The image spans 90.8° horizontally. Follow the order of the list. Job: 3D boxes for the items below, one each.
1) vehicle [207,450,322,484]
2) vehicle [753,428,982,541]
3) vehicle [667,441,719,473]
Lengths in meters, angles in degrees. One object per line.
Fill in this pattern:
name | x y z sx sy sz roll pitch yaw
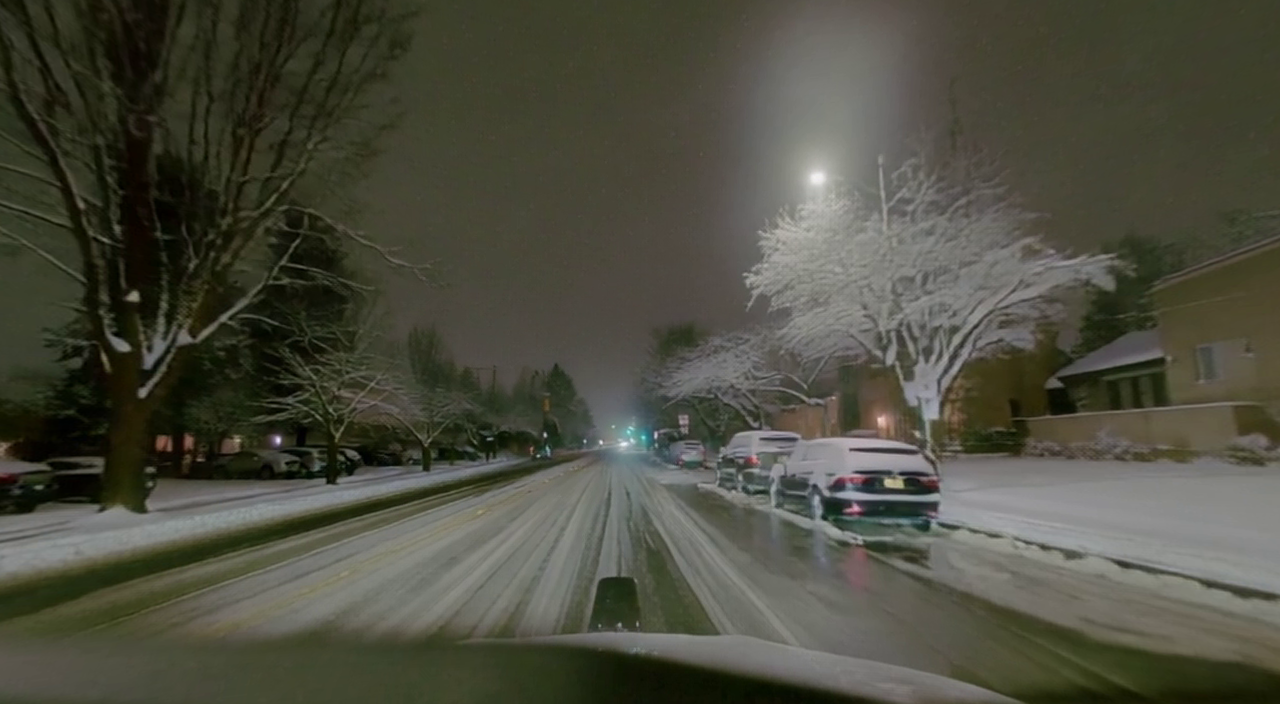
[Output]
vehicle | -17.500 5.348 29.503 4.491 1.455 1.959 -3 -9 16
vehicle | 3.631 2.211 11.341 1.933 1.528 5.006 0 -8 -4
vehicle | 2.660 5.425 32.961 1.952 1.538 5.215 0 -8 -4
